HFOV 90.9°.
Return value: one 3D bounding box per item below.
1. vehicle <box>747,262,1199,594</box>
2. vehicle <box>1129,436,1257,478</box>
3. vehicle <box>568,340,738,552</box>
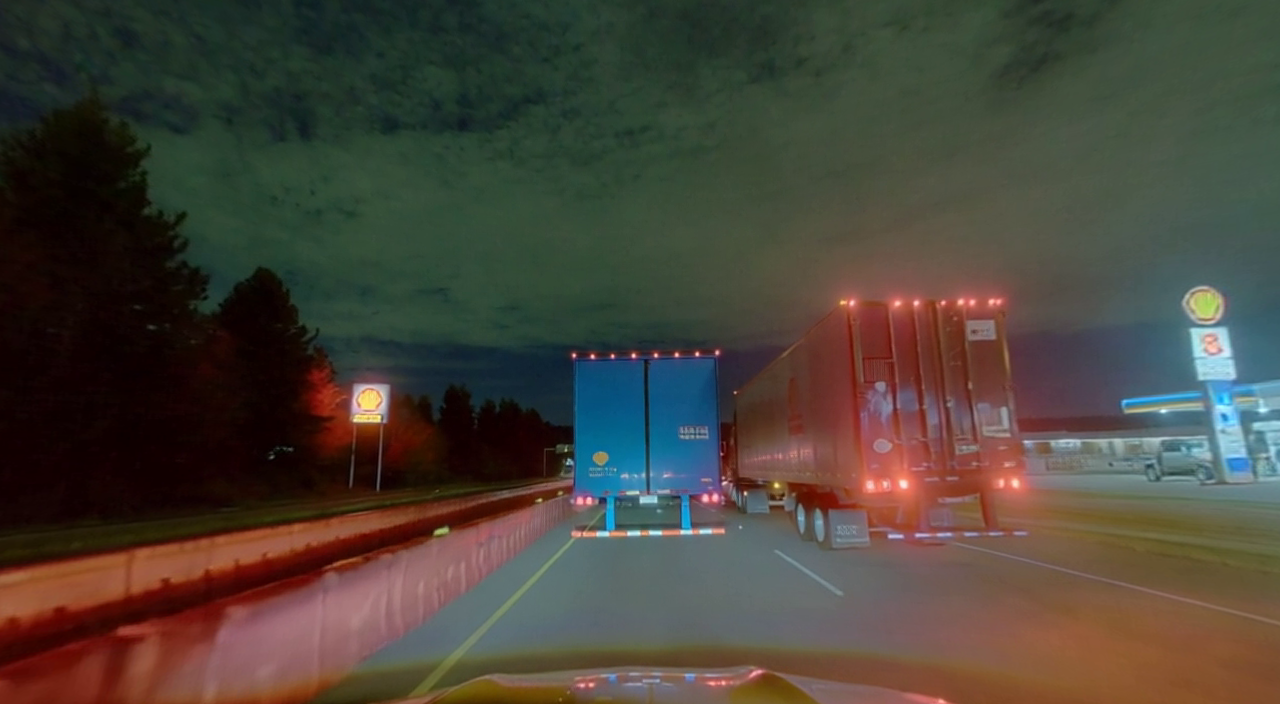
[{"bbox_3d":[4.393,1.618,11.658,2.936,3.640,9.443,1,-10,-1],"label":"vehicle"},{"bbox_3d":[24.804,4.771,28.483,1.919,1.722,4.024,1,-10,-3],"label":"vehicle"},{"bbox_3d":[0.194,2.224,14.263,2.618,3.306,8.676,1,-10,0],"label":"vehicle"}]
